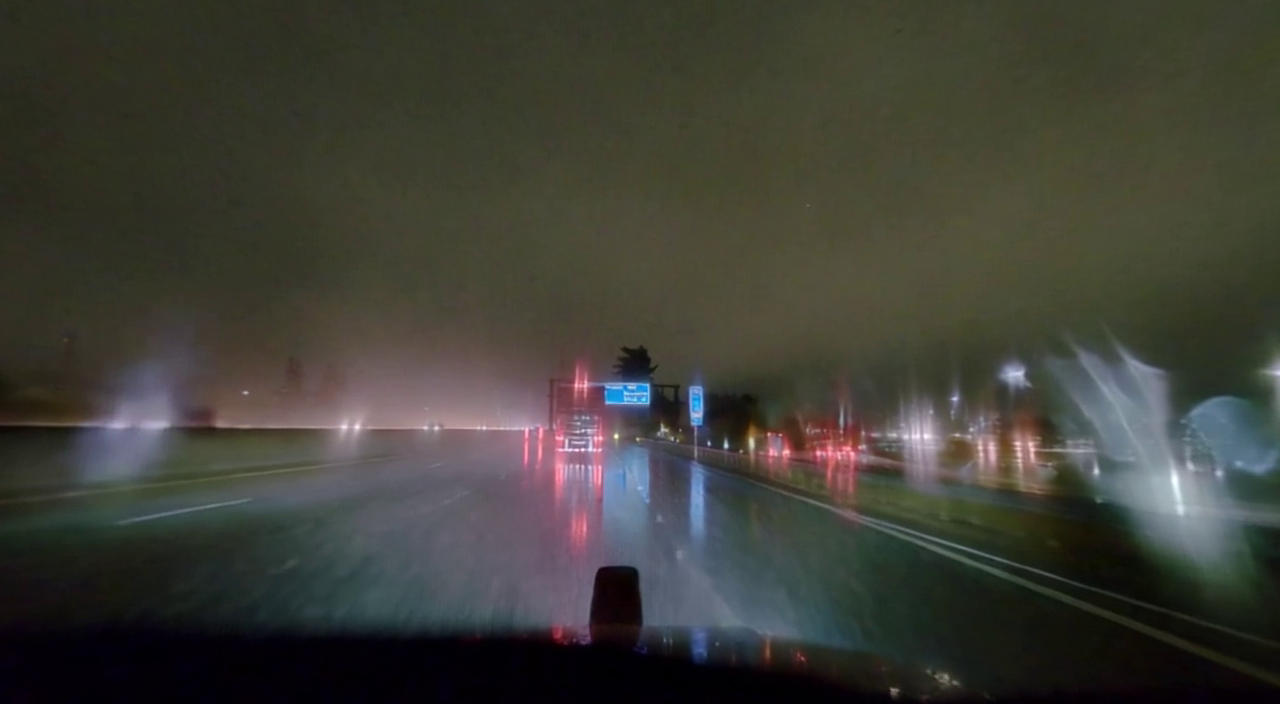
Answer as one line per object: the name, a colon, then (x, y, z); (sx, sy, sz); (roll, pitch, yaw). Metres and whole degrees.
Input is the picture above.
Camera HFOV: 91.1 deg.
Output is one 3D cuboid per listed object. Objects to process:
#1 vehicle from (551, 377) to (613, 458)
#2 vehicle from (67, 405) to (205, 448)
vehicle: (-3.296, 4.059, 37.241); (3.002, 3.987, 12.477); (1, -8, -4)
vehicle: (-22.039, 3.316, 27.819); (2.213, 1.692, 4.978); (2, -7, -4)
